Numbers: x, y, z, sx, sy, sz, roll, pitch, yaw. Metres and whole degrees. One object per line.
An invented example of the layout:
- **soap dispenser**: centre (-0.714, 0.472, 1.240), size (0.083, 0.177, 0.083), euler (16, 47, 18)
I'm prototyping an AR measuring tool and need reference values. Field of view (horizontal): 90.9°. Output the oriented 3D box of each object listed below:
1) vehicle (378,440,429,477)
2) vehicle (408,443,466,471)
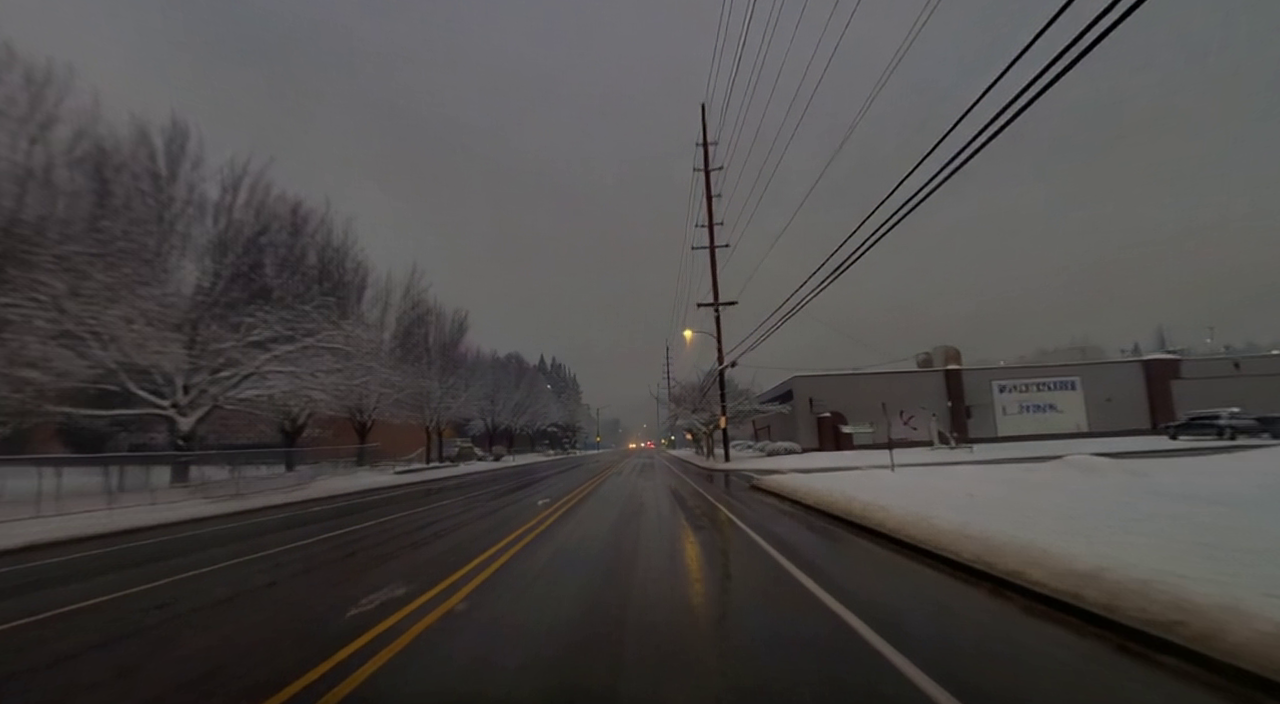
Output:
- **vehicle**: centre (-16.384, 7.348, 43.892), size (1.972, 1.891, 3.936), euler (-3, -2, 1)
- **vehicle**: centre (-13.952, 7.237, 43.713), size (1.949, 1.735, 5.568), euler (-2, -8, 3)
